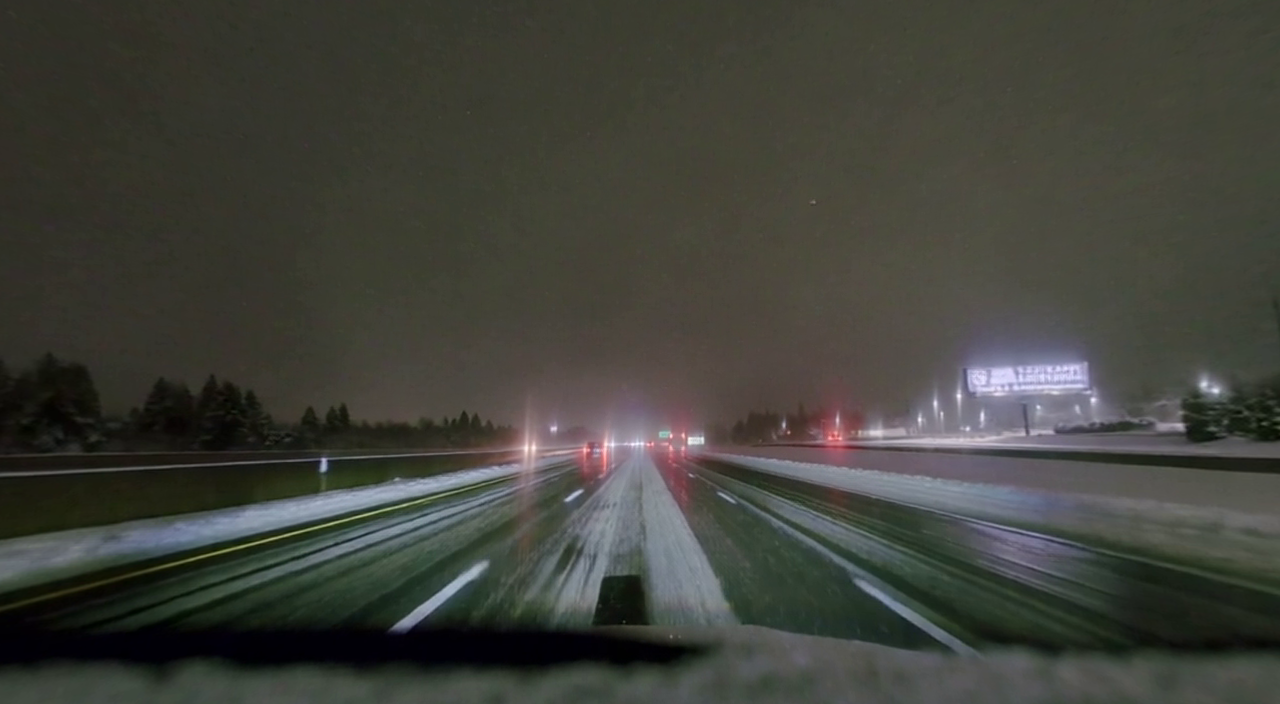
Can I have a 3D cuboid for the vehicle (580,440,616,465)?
[{"bbox_3d":[-2.958,7.203,45.370,2.319,1.738,4.355,0,-8,0],"label":"vehicle"}]
